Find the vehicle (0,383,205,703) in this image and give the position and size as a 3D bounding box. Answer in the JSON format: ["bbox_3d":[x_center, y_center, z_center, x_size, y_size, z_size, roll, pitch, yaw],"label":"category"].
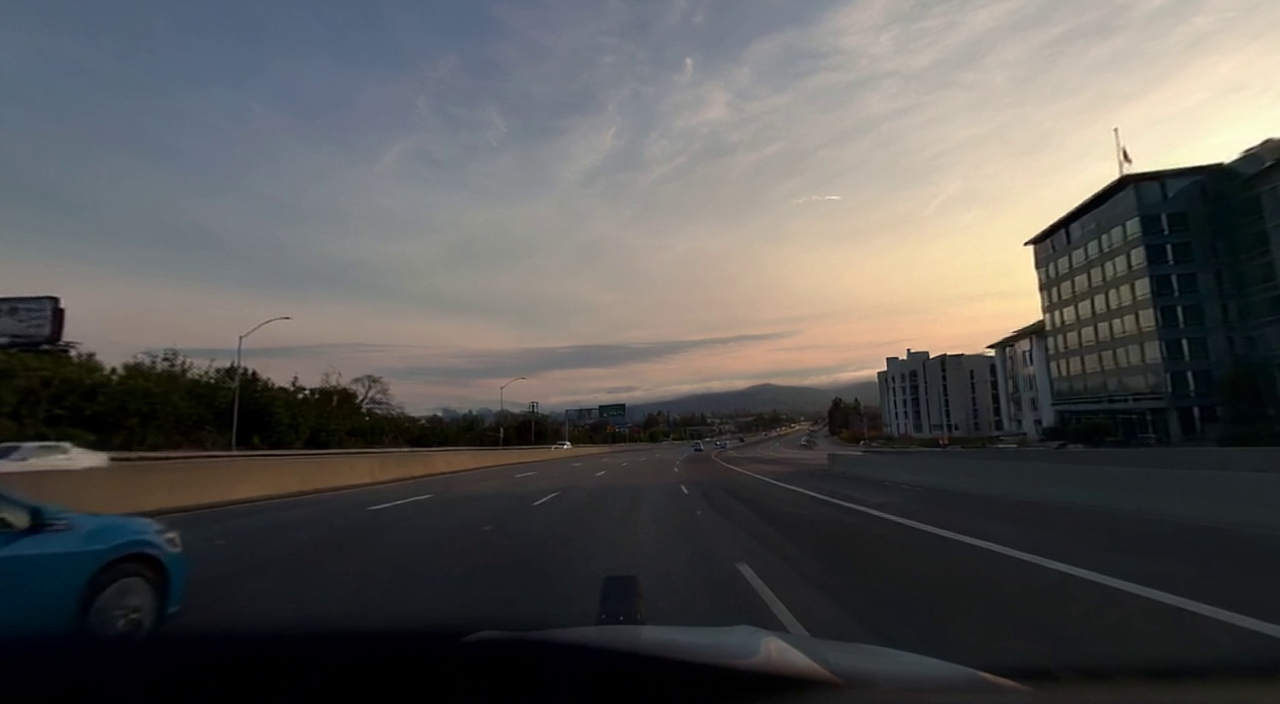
[{"bbox_3d":[-3.970,0.775,1.763,2.087,1.566,4.756,0,-8,0],"label":"vehicle"}]
